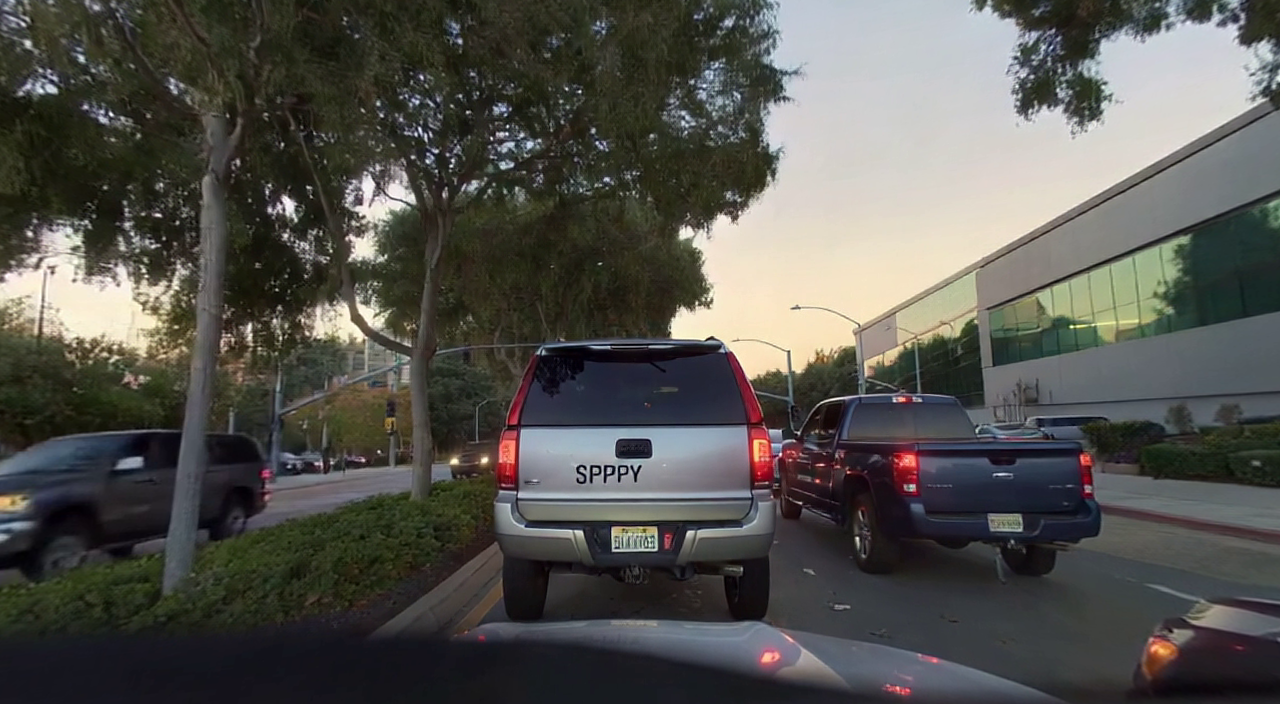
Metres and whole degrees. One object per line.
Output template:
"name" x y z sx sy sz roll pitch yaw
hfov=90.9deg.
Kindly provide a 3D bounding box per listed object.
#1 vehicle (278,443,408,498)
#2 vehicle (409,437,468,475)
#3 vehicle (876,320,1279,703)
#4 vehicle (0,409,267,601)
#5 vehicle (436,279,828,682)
"vehicle" -12.173 4.866 26.485 2.419 2.018 5.952 0 -8 2
"vehicle" -15.455 7.991 48.814 2.395 2.745 6.273 0 -8 1
"vehicle" 3.080 0.987 3.466 2.022 1.700 4.410 0 -8 3
"vehicle" -8.271 2.070 9.466 2.136 2.109 5.377 0 -9 -2
"vehicle" 0.008 1.042 5.976 2.267 2.372 4.366 0 -8 2
